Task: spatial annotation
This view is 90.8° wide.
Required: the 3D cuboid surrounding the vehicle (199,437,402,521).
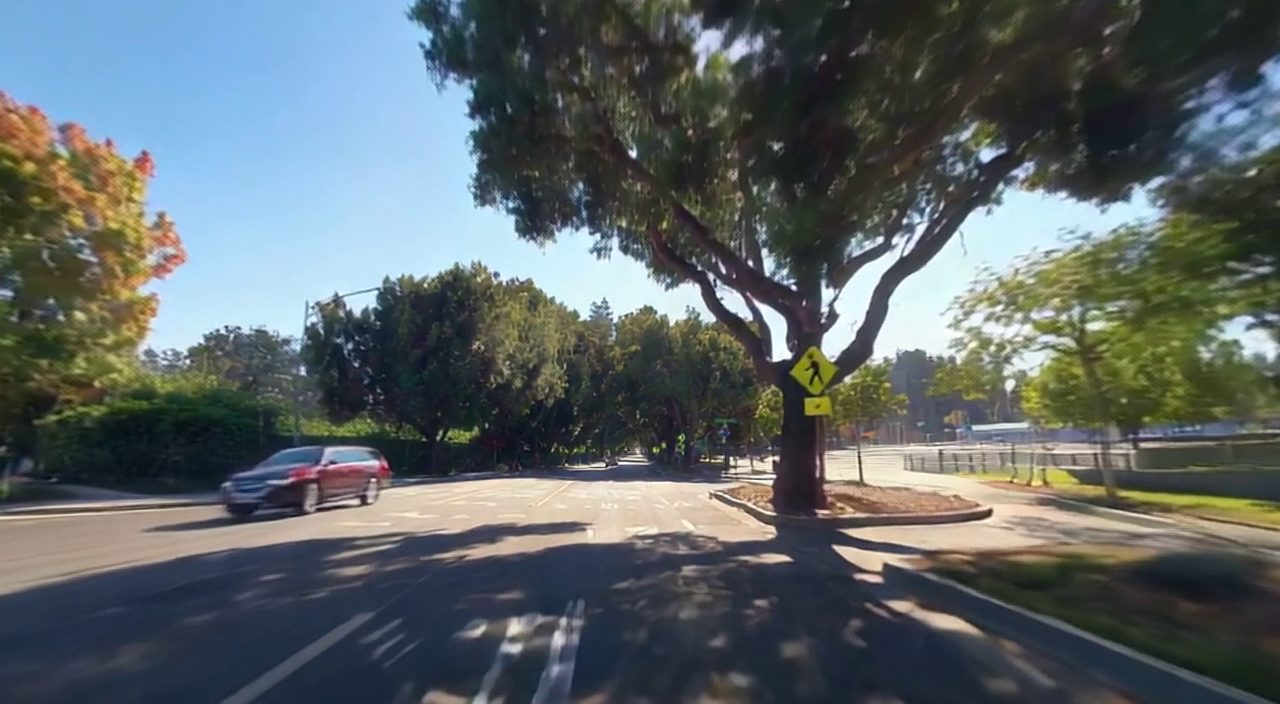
[{"bbox_3d":[-7.874,2.971,15.372,2.036,1.686,4.780,-1,-9,4],"label":"vehicle"}]
